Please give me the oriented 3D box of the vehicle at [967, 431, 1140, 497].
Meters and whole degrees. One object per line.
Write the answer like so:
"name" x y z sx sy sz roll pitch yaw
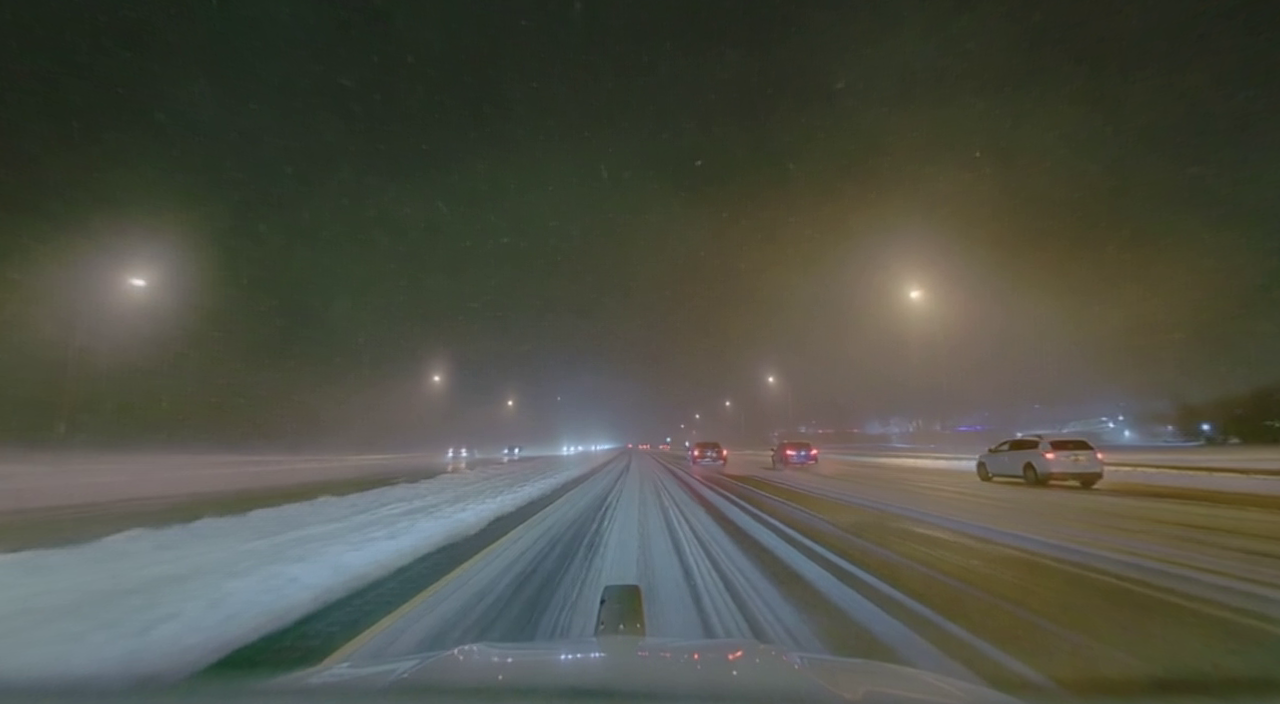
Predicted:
"vehicle" 10.886 2.964 17.069 1.844 1.560 4.085 0 -9 -1

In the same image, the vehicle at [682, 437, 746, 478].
"vehicle" 3.034 4.445 26.873 1.977 1.601 4.598 0 -9 -2

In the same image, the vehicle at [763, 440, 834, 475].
"vehicle" 7.051 4.731 28.542 1.952 1.442 4.259 0 -9 -2
